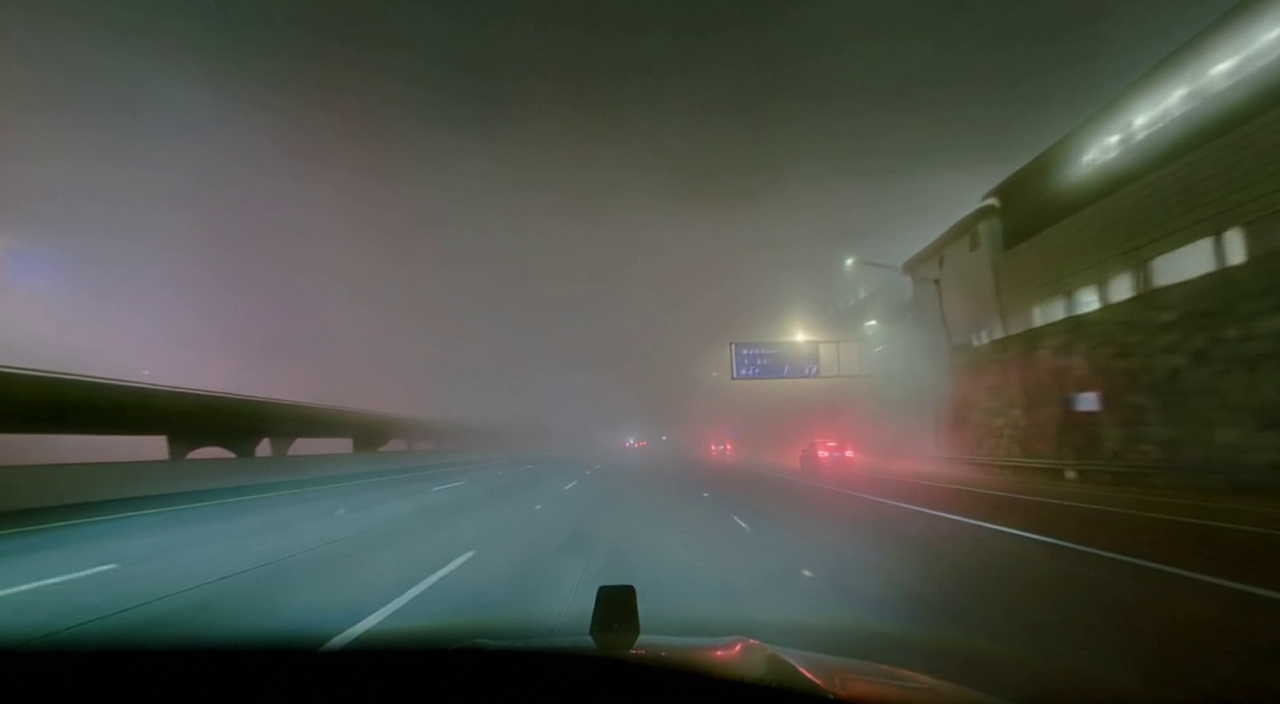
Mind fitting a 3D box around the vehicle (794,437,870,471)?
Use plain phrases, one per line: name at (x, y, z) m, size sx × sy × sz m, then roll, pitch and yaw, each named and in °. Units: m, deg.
vehicle at (10.003, 5.343, 33.408) m, size 2.165 × 1.636 × 5.175 m, roll 0°, pitch -8°, yaw -3°
